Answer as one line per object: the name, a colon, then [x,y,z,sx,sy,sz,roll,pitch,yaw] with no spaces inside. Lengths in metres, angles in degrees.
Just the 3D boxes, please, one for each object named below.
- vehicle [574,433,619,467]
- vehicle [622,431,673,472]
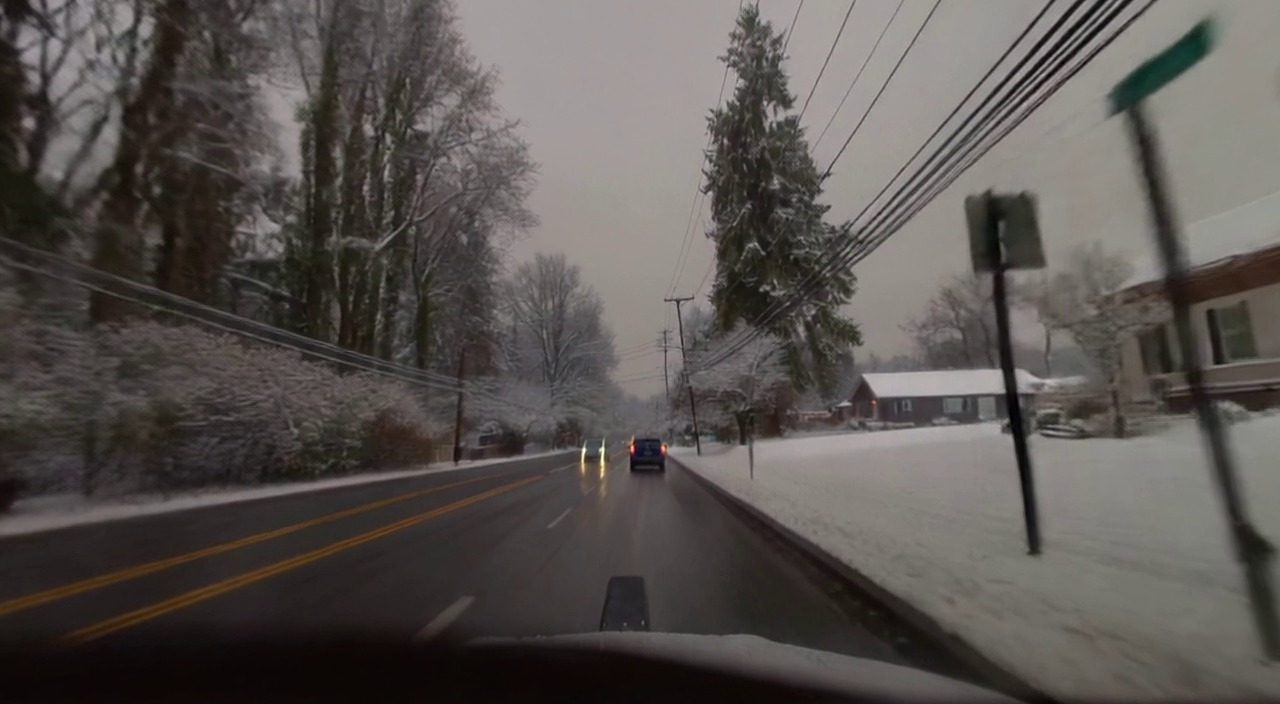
vehicle: [-2.385,5.530,35.625,2.157,1.765,4.303,-1,-9,2]
vehicle: [0.304,4.505,28.586,2.120,1.718,3.909,0,-9,0]
